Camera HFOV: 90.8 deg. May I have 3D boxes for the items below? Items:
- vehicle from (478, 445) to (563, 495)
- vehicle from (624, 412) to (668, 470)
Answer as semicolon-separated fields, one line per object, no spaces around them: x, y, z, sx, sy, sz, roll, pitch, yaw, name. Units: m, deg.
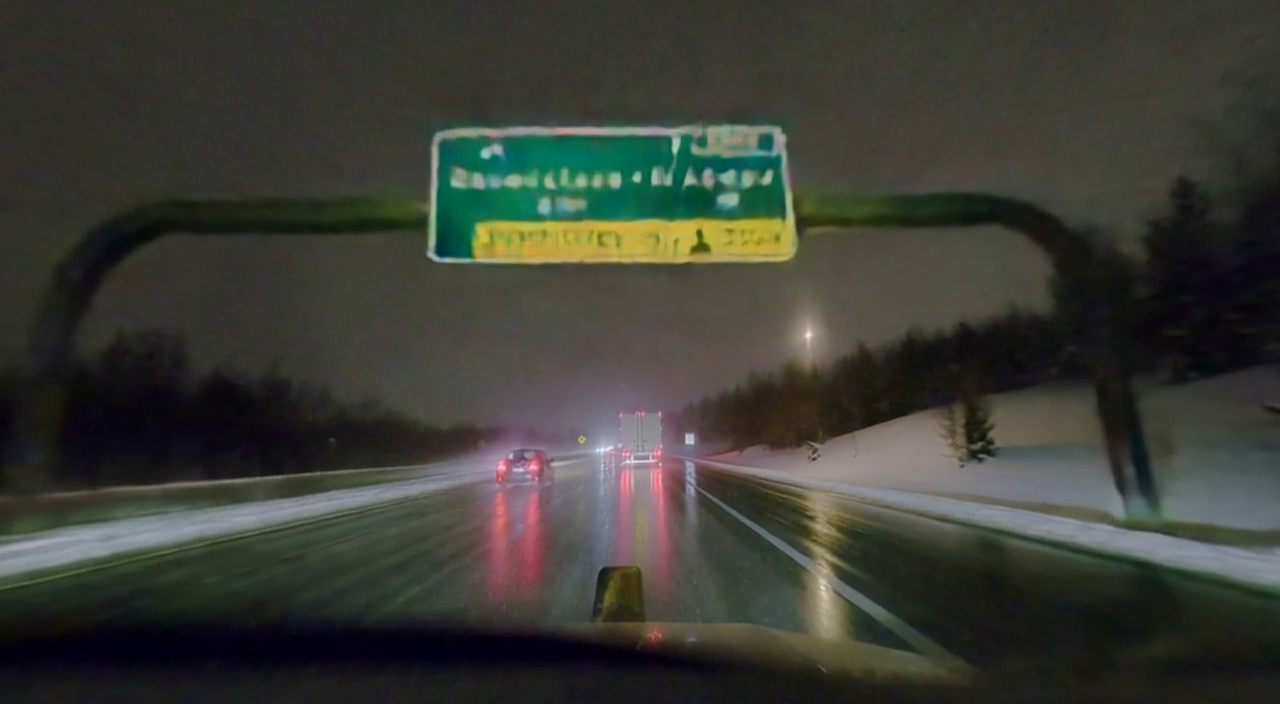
-4.029;4.052;22.062;2.053;1.523;4.450;0;-9;0;vehicle
0.266;6.560;46.099;2.864;3.805;9.500;0;-9;-1;vehicle
